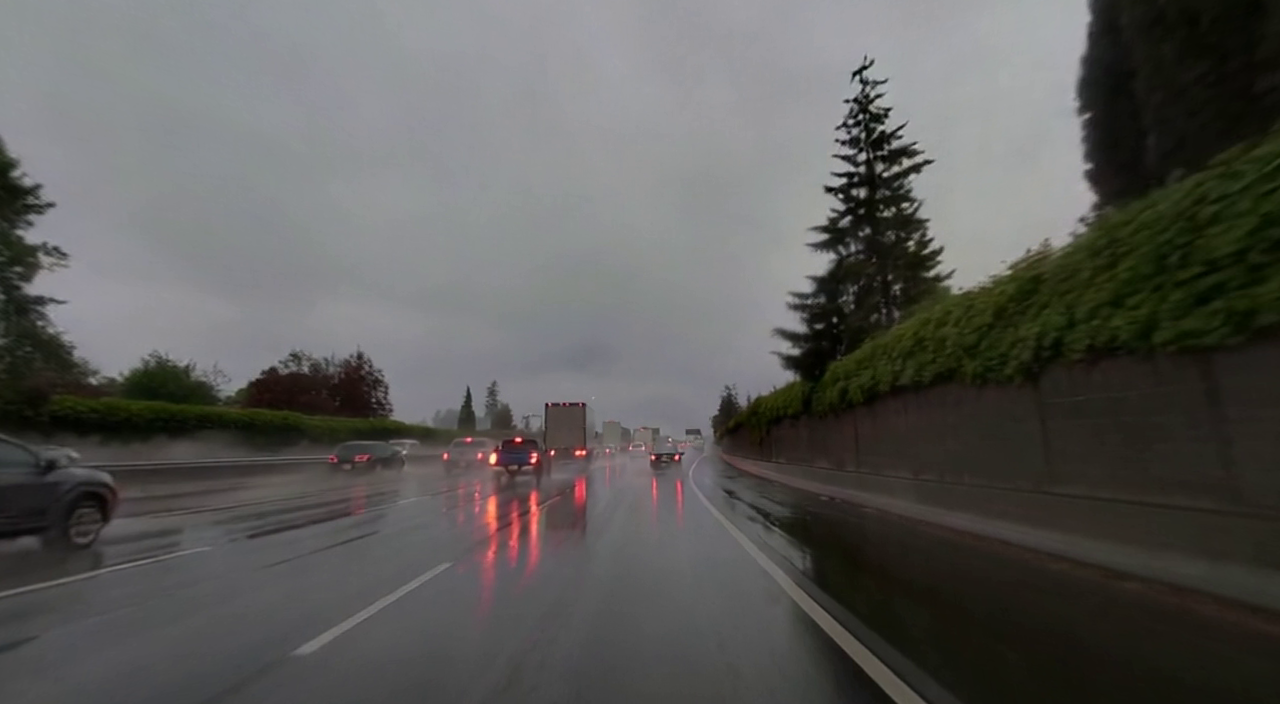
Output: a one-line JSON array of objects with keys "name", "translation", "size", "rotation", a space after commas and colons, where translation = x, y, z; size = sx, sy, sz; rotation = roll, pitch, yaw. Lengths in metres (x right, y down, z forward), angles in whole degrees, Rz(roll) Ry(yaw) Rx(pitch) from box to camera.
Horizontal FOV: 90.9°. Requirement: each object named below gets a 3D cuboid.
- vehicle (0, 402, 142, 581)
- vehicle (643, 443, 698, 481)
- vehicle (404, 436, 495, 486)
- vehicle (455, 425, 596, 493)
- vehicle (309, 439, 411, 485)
[{"name": "vehicle", "translation": [-7.759, 1.358, 5.879], "size": [2.231, 1.827, 4.824], "rotation": [-1, -8, 1]}, {"name": "vehicle", "translation": [1.321, 4.723, 27.374], "size": [2.176, 1.493, 3.955], "rotation": [-1, -8, 3]}, {"name": "vehicle", "translation": [-7.312, 4.217, 24.733], "size": [2.039, 1.769, 4.552], "rotation": [-1, -8, 2]}, {"name": "vehicle", "translation": [-3.864, 4.225, 25.956], "size": [3.050, 1.964, 15.030], "rotation": [0, -8, 0]}, {"name": "vehicle", "translation": [-11.575, 4.564, 26.505], "size": [2.073, 1.722, 4.664], "rotation": [0, -8, 1]}]
